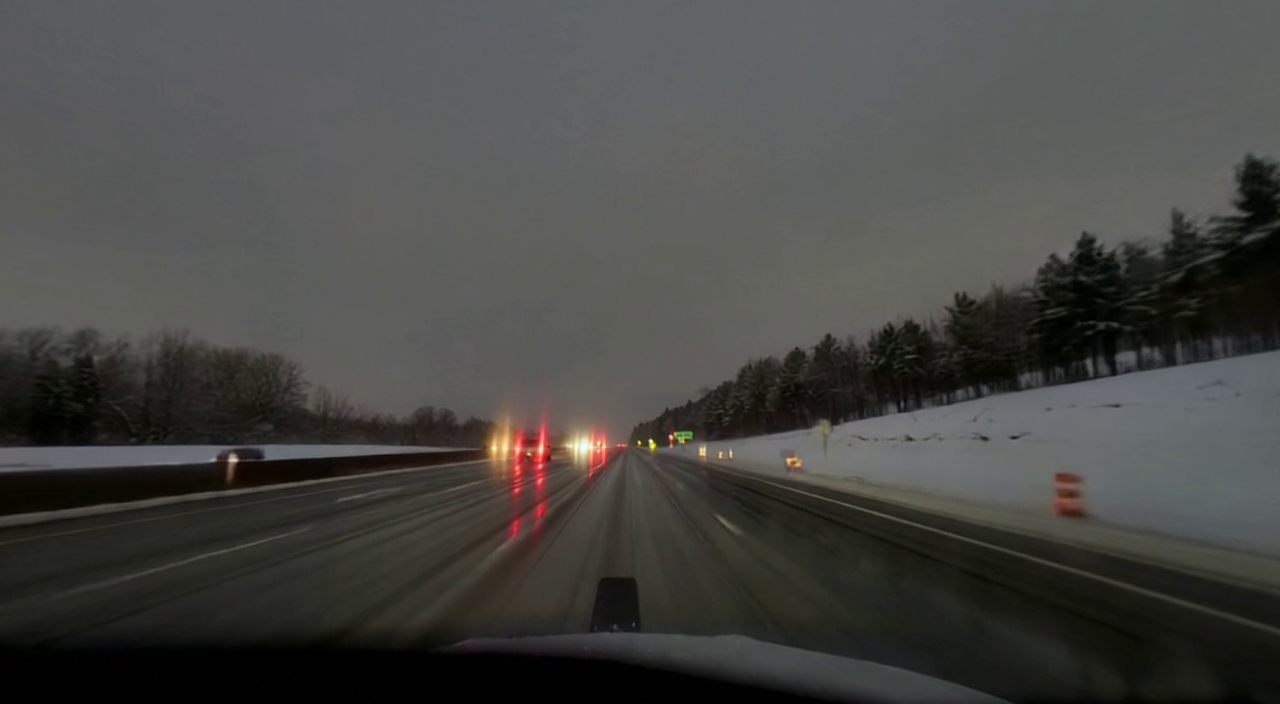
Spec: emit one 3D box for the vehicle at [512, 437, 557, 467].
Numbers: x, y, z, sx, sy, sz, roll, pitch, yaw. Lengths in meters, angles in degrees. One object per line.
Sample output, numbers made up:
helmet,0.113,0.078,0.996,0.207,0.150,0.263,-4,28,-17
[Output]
vehicle,-6.497,6.215,39.259,2.036,1.758,4.529,0,-9,0
